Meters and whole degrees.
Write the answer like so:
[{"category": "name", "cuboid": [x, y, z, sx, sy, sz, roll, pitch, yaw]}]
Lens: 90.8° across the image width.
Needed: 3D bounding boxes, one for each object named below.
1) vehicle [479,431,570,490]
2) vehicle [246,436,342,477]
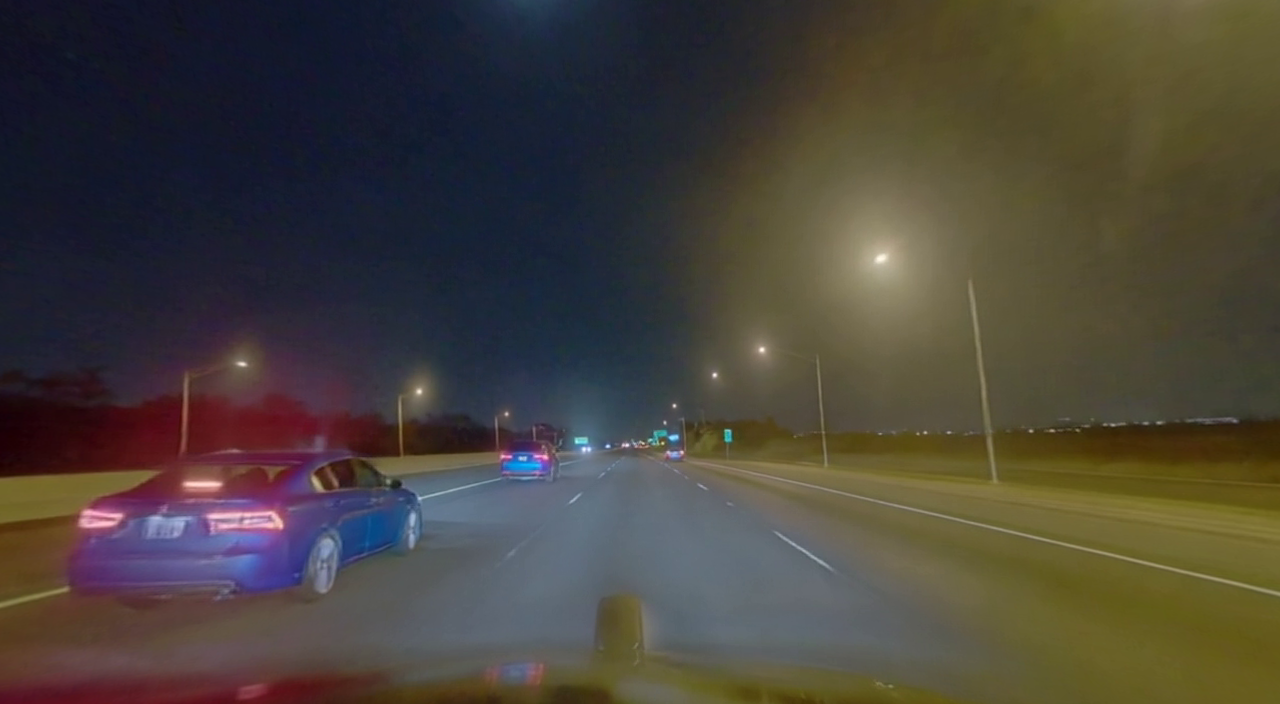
[{"category": "vehicle", "cuboid": [-3.853, 3.739, 22.085, 2.205, 1.773, 5.124, 0, -9, 0]}, {"category": "vehicle", "cuboid": [-19.006, 5.774, 35.079, 2.458, 2.103, 5.026, 0, -9, 0]}]
